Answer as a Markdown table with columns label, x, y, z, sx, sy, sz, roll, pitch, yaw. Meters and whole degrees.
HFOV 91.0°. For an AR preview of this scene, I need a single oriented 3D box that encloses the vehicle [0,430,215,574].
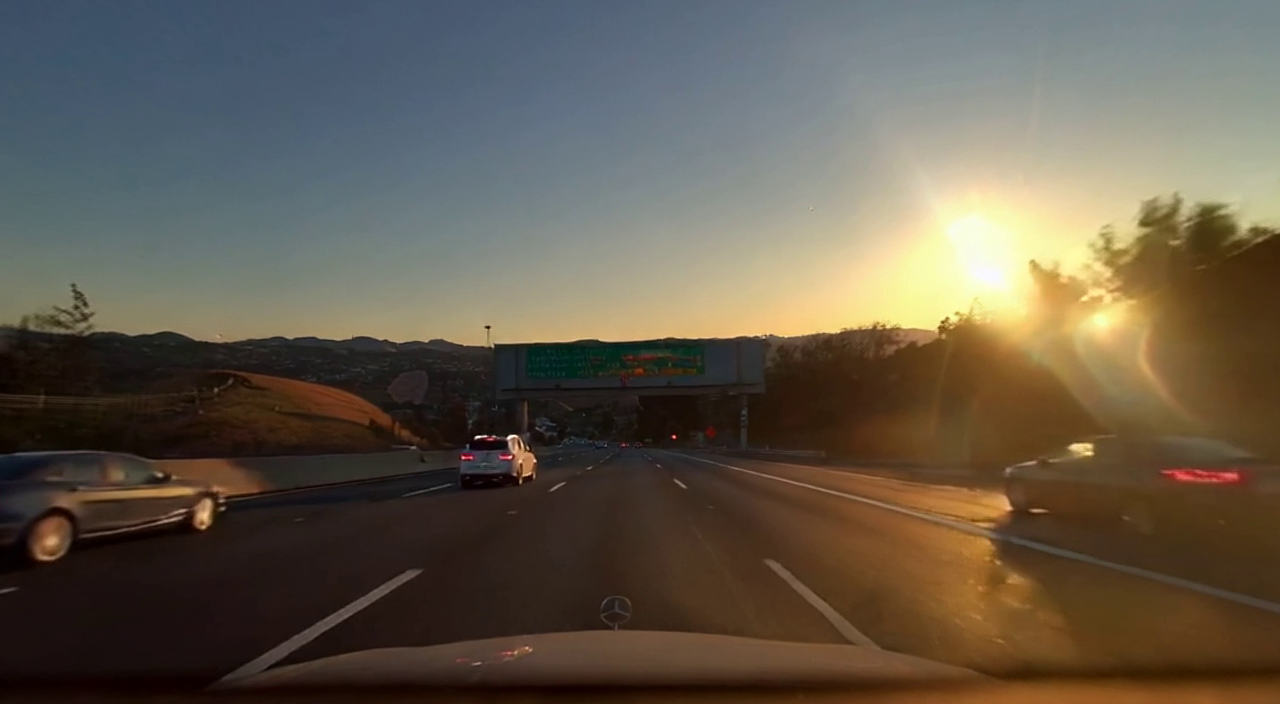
| label | x | y | z | sx | sy | sz | roll | pitch | yaw |
| --- | --- | --- | --- | --- | --- | --- | --- | --- | --- |
| vehicle | -7.824 | 1.749 | 7.712 | 1.924 | 1.519 | 4.791 | 0 | -8 | -1 |

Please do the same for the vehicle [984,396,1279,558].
| label | x | y | z | sx | sy | sz | roll | pitch | yaw |
| --- | --- | --- | --- | --- | --- | --- | --- | --- | --- |
| vehicle | 7.407 | 1.602 | 8.761 | 2.136 | 1.641 | 4.964 | 0 | -8 | -4 |

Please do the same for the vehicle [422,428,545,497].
| label | x | y | z | sx | sy | sz | roll | pitch | yaw |
| --- | --- | --- | --- | --- | --- | --- | --- | --- | --- |
| vehicle | -4.244 | 3.082 | 18.052 | 2.200 | 1.662 | 5.091 | 0 | -8 | 0 |
